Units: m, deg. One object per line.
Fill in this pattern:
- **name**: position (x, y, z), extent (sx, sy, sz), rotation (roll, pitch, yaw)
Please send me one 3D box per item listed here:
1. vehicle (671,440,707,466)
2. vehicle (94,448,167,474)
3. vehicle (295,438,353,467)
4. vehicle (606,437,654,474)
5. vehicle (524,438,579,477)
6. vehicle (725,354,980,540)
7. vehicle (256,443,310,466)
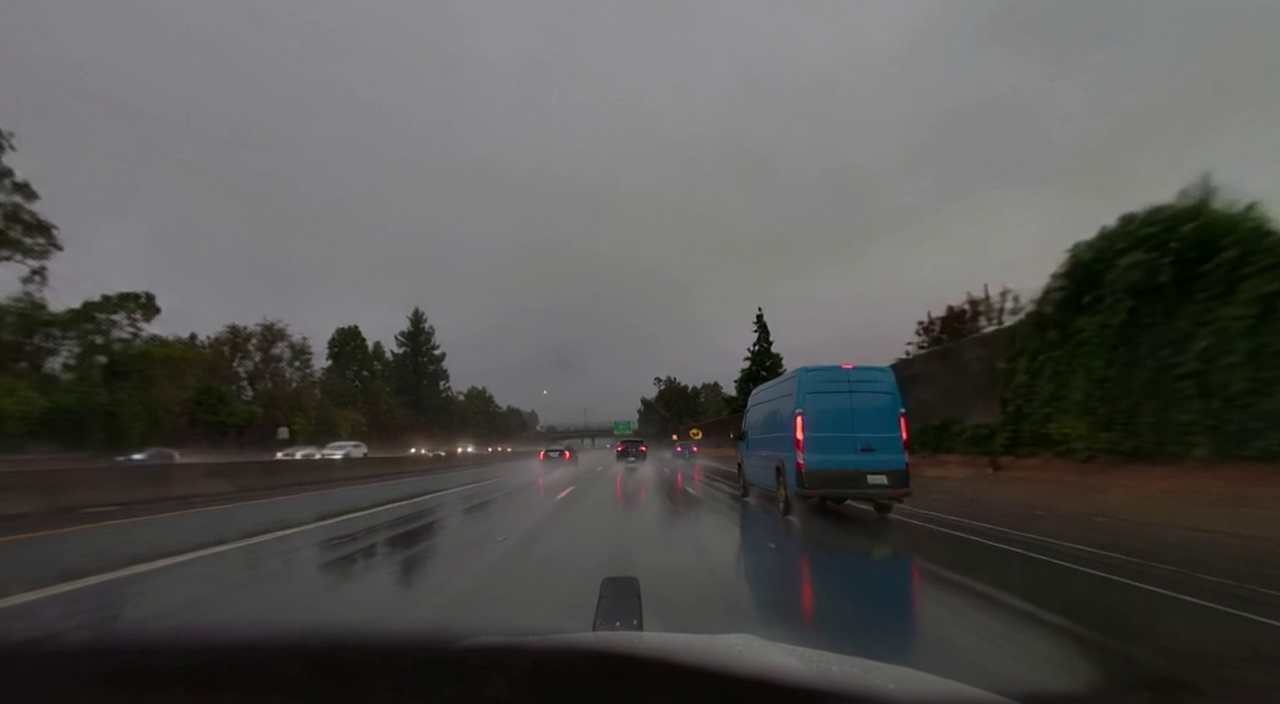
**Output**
- **vehicle**: position (3.458, 7.253, 45.521), extent (2.160, 1.759, 4.214), rotation (0, -8, -2)
- **vehicle**: position (-29.048, 6.181, 36.137), extent (1.440, 1.397, 3.257), rotation (0, -9, -1)
- **vehicle**: position (-17.760, 5.651, 35.648), extent (1.520, 1.495, 3.354), rotation (0, -8, 0)
- **vehicle**: position (-0.523, 5.329, 32.727), extent (2.297, 1.783, 4.355), rotation (0, -8, -1)
- **vehicle**: position (-4.194, 5.082, 30.639), extent (2.023, 1.709, 4.263), rotation (0, -8, 0)
- **vehicle**: position (3.535, 1.845, 12.539), extent (2.631, 2.709, 6.496), rotation (0, -8, -1)
- **vehicle**: position (-24.974, 7.171, 44.308), extent (1.824, 1.511, 3.484), rotation (0, -8, -1)
